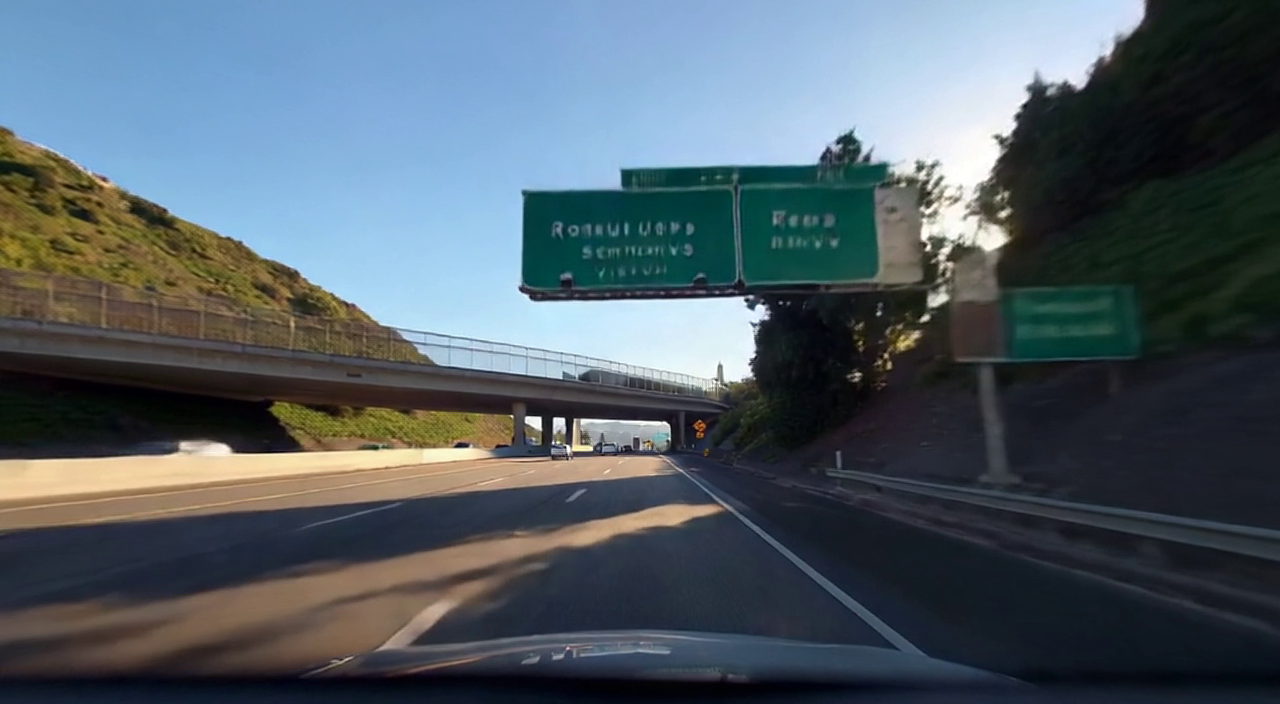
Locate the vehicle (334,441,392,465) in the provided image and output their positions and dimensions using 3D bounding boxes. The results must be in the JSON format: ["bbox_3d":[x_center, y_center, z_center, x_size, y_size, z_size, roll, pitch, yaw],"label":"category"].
[{"bbox_3d":[-17.773,6.511,40.528,1.830,1.417,4.091,0,-9,1],"label":"vehicle"}]

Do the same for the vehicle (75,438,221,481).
[{"bbox_3d":[-18.561,4.069,24.006,1.950,1.471,4.378,0,-8,2],"label":"vehicle"}]
